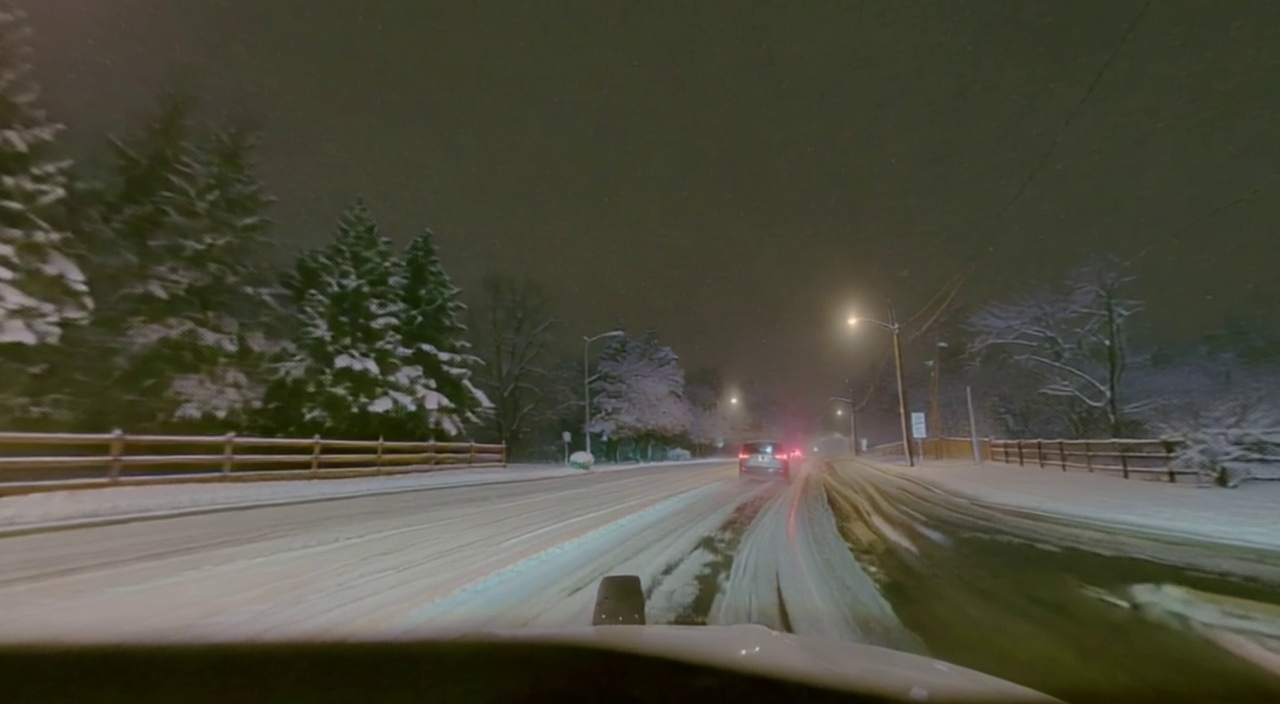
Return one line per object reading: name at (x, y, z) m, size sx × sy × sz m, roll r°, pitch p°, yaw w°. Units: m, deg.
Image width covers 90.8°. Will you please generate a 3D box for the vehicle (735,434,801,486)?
vehicle at (5.122, 4.214, 24.809) m, size 2.230 × 1.827 × 4.580 m, roll -2°, pitch -9°, yaw 14°
